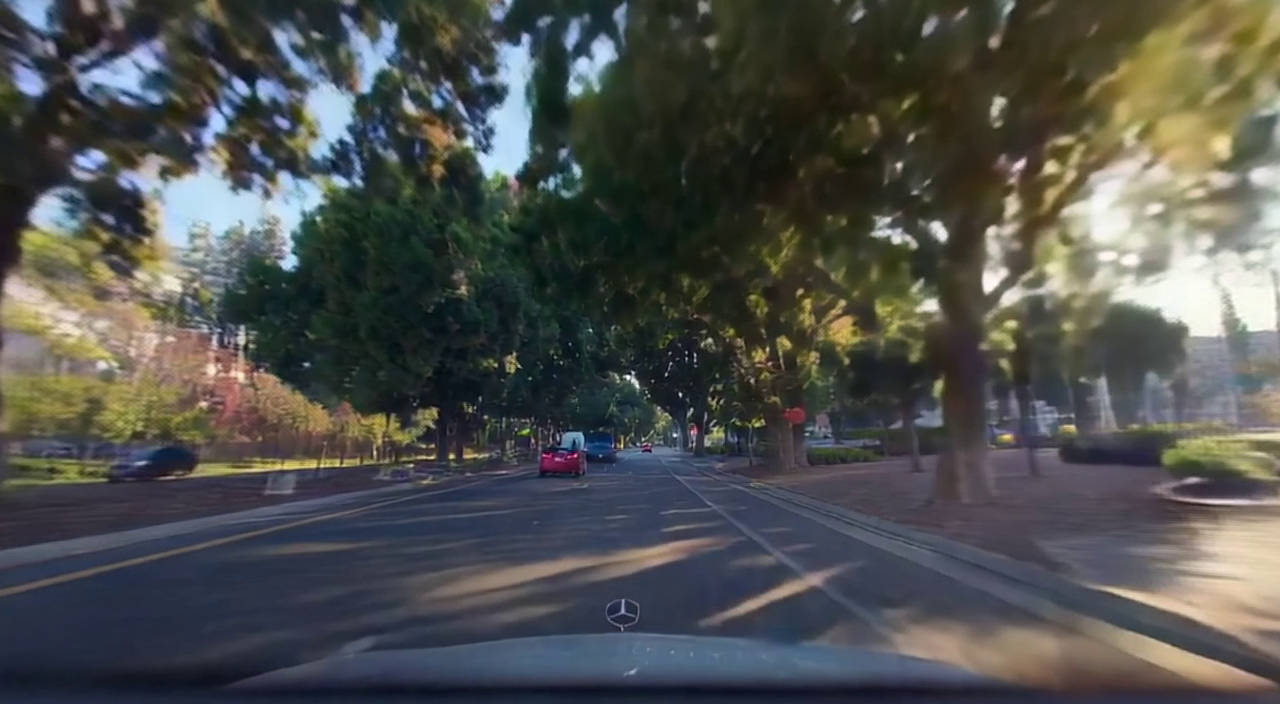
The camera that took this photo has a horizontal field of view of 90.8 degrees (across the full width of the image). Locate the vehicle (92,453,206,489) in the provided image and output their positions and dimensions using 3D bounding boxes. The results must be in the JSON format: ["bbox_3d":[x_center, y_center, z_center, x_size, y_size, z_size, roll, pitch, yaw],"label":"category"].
[{"bbox_3d":[-22.862,5.517,29.664,1.817,1.499,4.440,0,-8,-1],"label":"vehicle"}]

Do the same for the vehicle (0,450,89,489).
[{"bbox_3d":[-32.681,6.320,33.676,2.140,1.763,5.276,2,-14,-6],"label":"vehicle"}]

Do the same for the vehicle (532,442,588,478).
[{"bbox_3d":[-3.526,4.825,28.512,2.009,1.473,4.028,0,-8,-1],"label":"vehicle"}]
